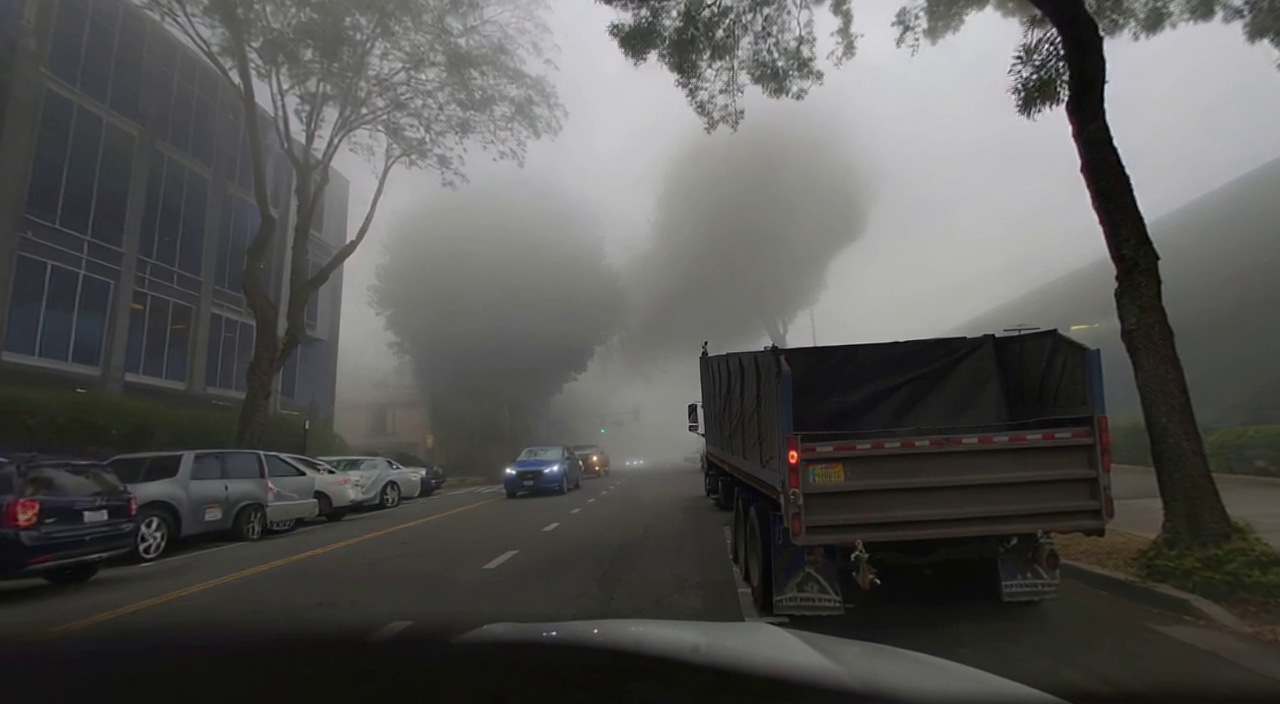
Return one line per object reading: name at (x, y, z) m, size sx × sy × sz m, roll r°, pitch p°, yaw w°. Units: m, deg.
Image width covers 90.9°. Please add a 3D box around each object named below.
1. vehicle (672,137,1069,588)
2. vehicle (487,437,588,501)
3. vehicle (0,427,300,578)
vehicle at (2.543, 0.841, 11.443) m, size 3.320 × 4.034 × 11.553 m, roll -1°, pitch -8°, yaw 6°
vehicle at (-2.700, 3.193, 17.731) m, size 2.183 × 1.563 × 4.257 m, roll 0°, pitch -8°, yaw -1°
vehicle at (-8.118, 2.082, 9.272) m, size 5.022 × 1.872 × 2.137 m, roll 7°, pitch -11°, yaw -40°
